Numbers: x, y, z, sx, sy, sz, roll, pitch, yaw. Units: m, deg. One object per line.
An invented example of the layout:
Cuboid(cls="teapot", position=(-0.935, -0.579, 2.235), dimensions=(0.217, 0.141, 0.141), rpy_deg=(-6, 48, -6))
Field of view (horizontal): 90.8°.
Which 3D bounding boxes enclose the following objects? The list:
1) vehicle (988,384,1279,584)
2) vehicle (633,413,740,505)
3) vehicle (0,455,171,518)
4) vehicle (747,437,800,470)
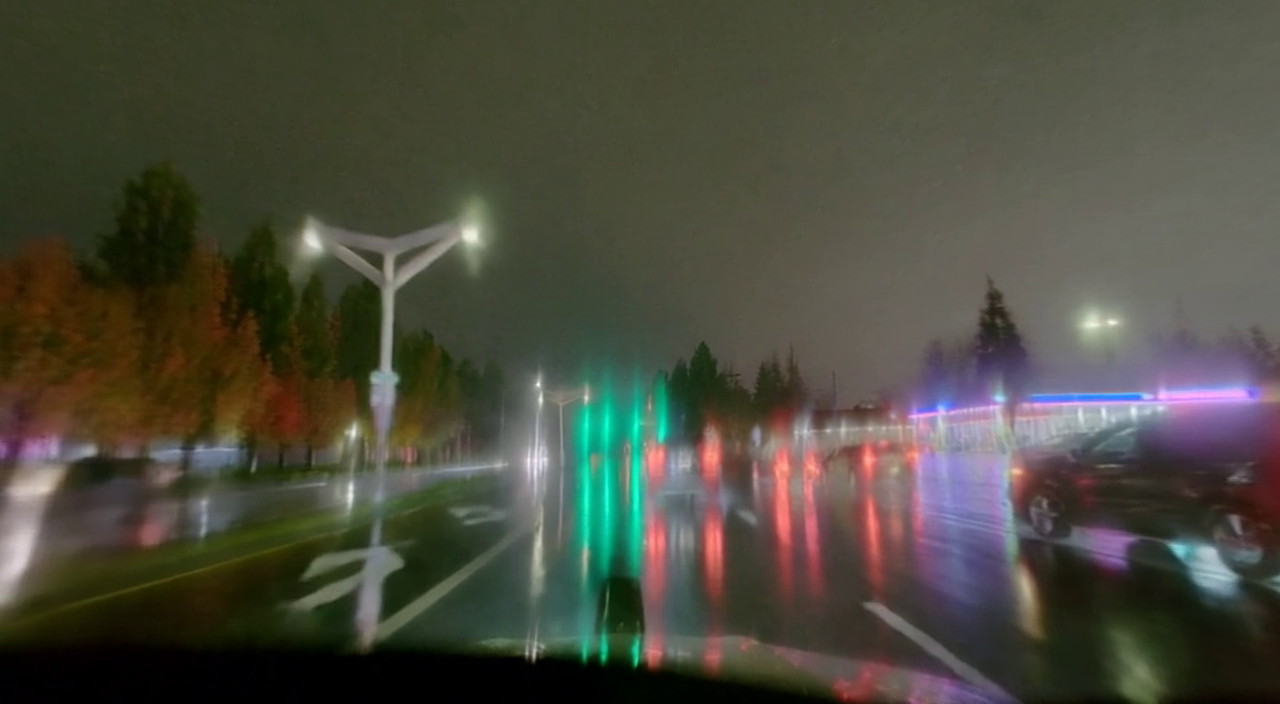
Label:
Cuboid(cls="vehicle", position=(6.681, 1.487, 7.776), dimensions=(2.025, 1.765, 4.729), rpy_deg=(0, -8, -1))
Cuboid(cls="vehicle", position=(0.955, 2.605, 15.836), dimensions=(2.038, 1.917, 4.900), rpy_deg=(0, -8, -3))
Cuboid(cls="vehicle", position=(-15.887, 3.692, 17.906), dimensions=(1.830, 1.483, 4.410), rpy_deg=(0, -9, -1))
Cuboid(cls="vehicle", position=(6.890, 5.273, 33.040), dimensions=(1.793, 1.585, 4.130), rpy_deg=(0, -8, -1))
